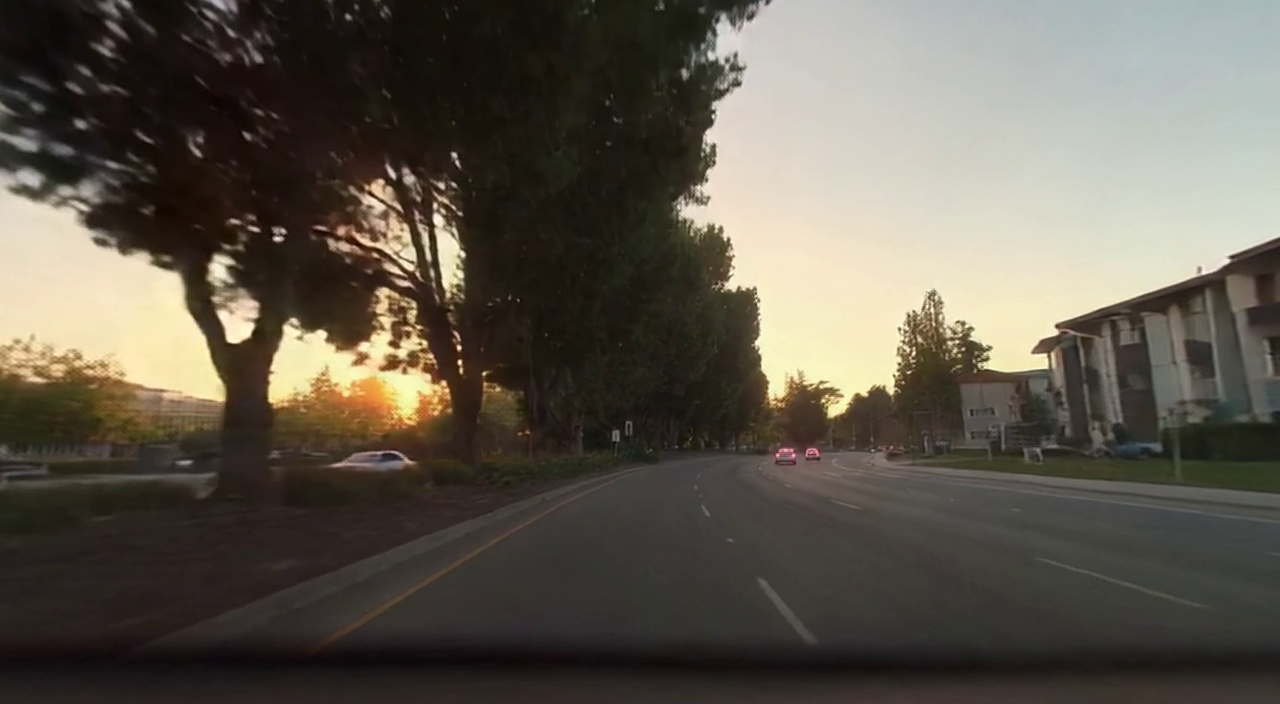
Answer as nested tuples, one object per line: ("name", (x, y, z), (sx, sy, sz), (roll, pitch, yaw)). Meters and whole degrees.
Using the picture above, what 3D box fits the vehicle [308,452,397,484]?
("vehicle", (-14.564, 5.858, 32.331), (1.943, 1.469, 4.537), (-1, -9, 7))

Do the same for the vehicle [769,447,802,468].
("vehicle", (10.887, 7.891, 47.466), (1.988, 1.460, 3.996), (-1, -9, 7))
